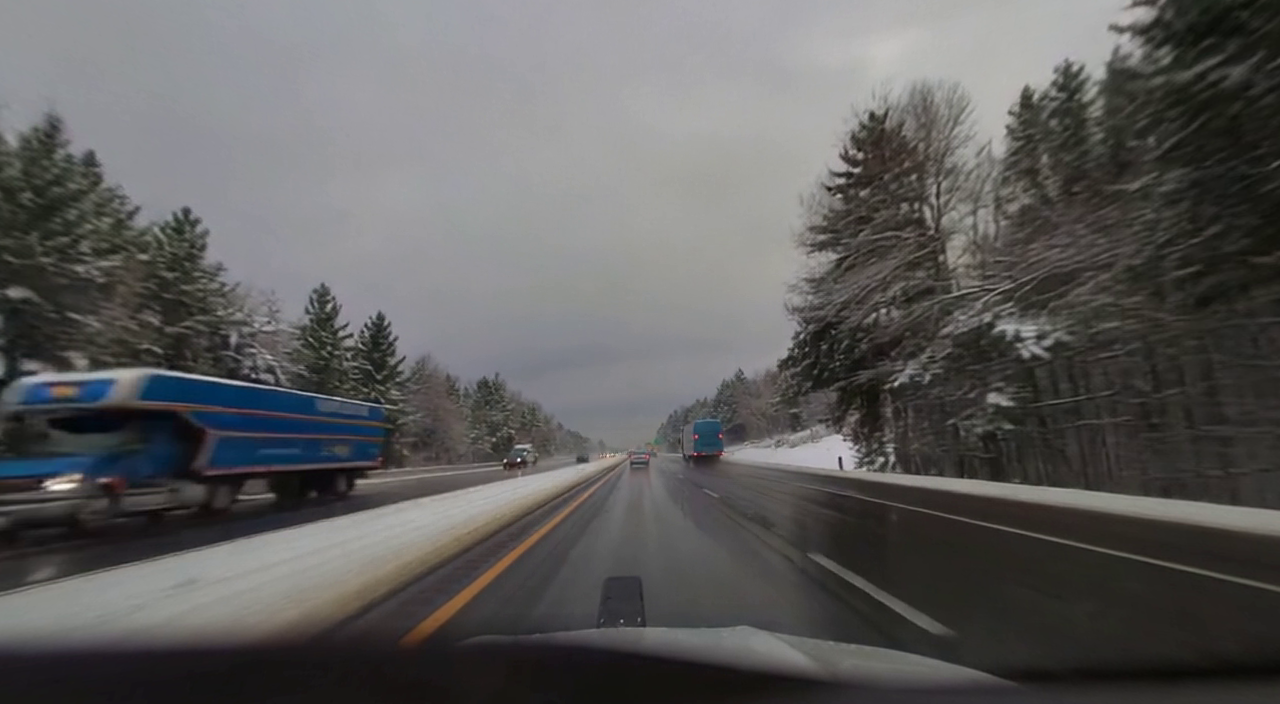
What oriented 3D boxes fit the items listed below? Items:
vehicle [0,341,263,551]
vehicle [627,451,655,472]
[{"bbox_3d":[-12.504,2.212,14.955,3.069,3.904,6.259,0,-9,0],"label":"vehicle"},{"bbox_3d":[0.078,7.751,44.832,1.926,1.386,3.615,0,-9,0],"label":"vehicle"}]
